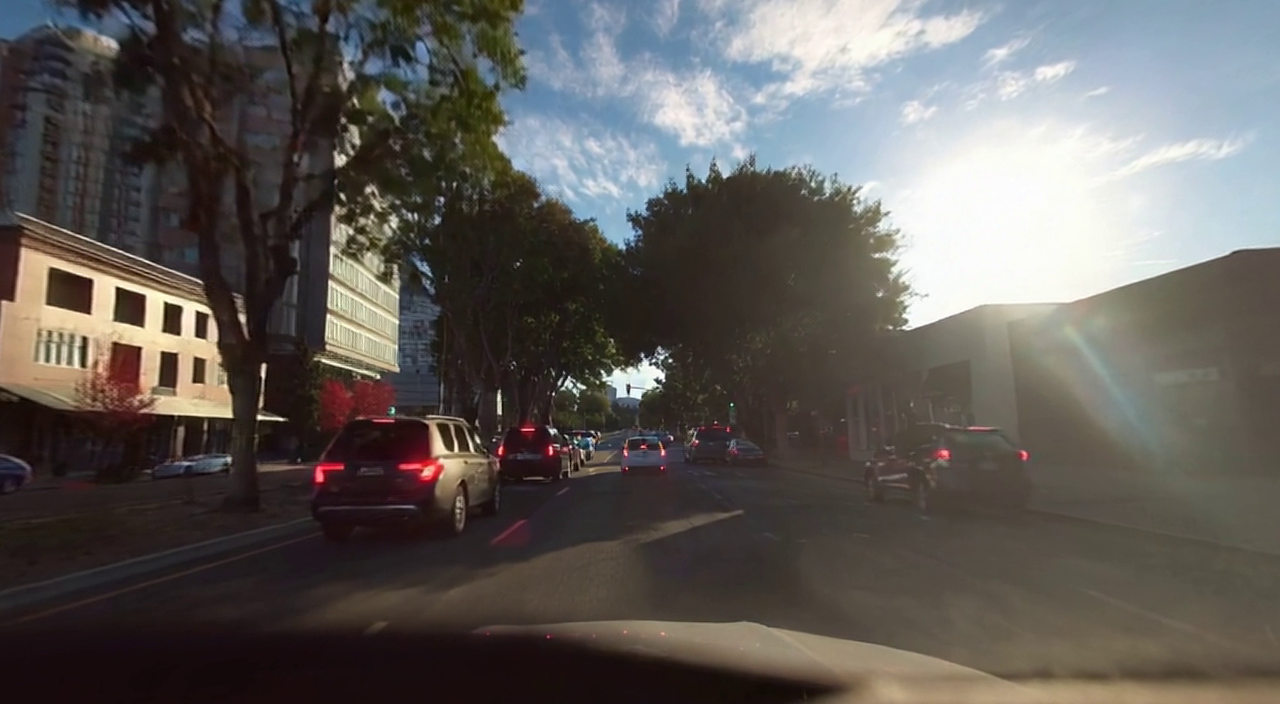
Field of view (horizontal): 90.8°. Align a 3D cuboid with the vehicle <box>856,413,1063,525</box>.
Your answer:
[{"bbox_3d":[6.410,2.389,13.410,1.997,1.943,4.409,0,-9,0],"label":"vehicle"}]

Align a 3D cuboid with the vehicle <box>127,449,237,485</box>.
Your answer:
[{"bbox_3d":[-22.409,5.598,31.177,2.148,1.607,4.428,0,-9,-1],"label":"vehicle"}]

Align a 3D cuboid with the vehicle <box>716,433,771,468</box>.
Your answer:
[{"bbox_3d":[5.981,5.771,37.079,2.300,1.903,4.579,0,-9,-1],"label":"vehicle"}]

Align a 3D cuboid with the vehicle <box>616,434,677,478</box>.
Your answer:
[{"bbox_3d":[0.170,4.121,25.197,2.201,1.589,3.843,0,-9,-3],"label":"vehicle"}]

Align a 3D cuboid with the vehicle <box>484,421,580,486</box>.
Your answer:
[{"bbox_3d":[-3.526,3.456,21.738,2.487,1.978,4.628,0,-9,0],"label":"vehicle"}]

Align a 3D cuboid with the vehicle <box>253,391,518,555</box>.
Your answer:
[{"bbox_3d":[-3.530,1.816,10.101,2.223,1.957,4.845,0,-9,0],"label":"vehicle"}]
